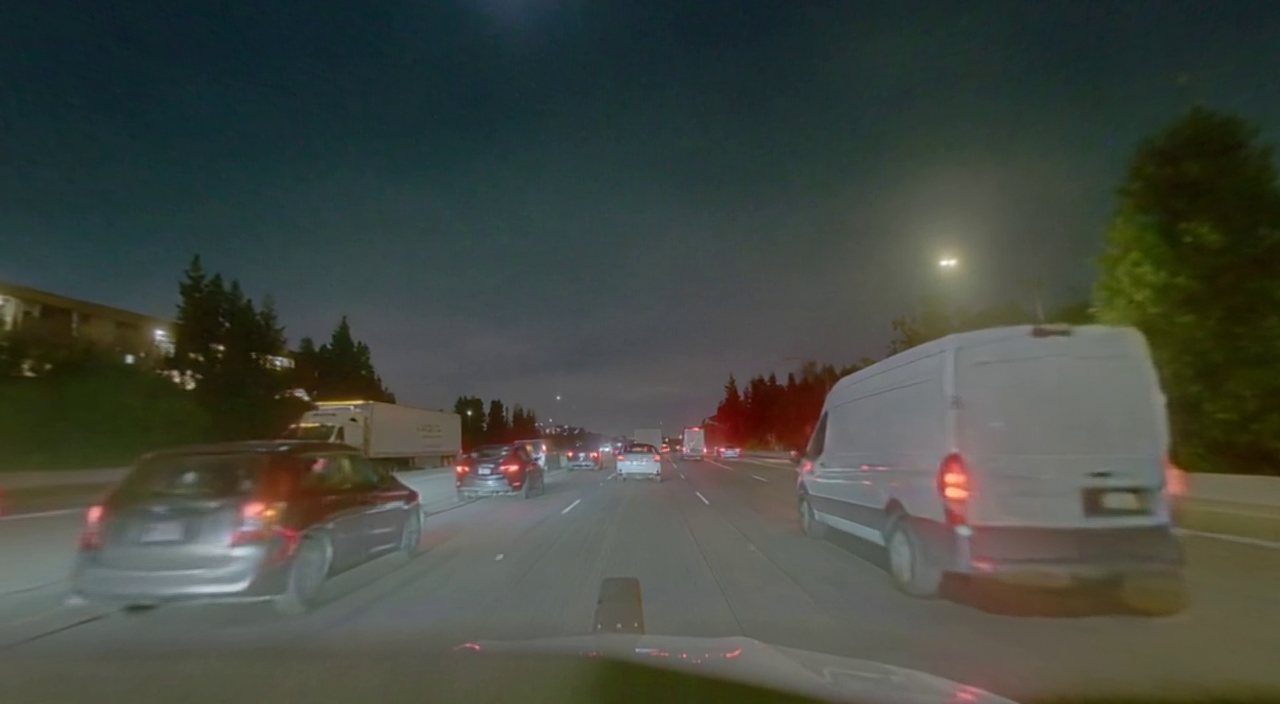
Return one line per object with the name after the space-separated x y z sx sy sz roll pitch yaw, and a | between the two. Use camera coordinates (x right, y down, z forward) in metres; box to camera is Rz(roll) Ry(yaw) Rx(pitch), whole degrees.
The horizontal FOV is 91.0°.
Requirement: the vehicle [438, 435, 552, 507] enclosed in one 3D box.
-3.586 3.017 16.408 1.956 1.602 4.258 0 -9 0 | vehicle

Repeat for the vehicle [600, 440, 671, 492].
-0.152 3.595 20.119 2.053 1.461 3.941 0 -9 -1 | vehicle

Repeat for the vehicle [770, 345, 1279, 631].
3.402 1.403 7.460 2.460 2.086 5.576 0 -9 -1 | vehicle

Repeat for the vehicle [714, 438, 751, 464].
6.690 7.237 46.048 1.992 1.745 4.329 0 -9 -1 | vehicle

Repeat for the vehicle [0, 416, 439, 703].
-3.579 1.415 5.510 2.098 1.463 4.578 0 -9 0 | vehicle

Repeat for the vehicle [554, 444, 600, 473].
-3.339 5.770 34.206 2.062 1.459 4.365 0 -9 0 | vehicle
